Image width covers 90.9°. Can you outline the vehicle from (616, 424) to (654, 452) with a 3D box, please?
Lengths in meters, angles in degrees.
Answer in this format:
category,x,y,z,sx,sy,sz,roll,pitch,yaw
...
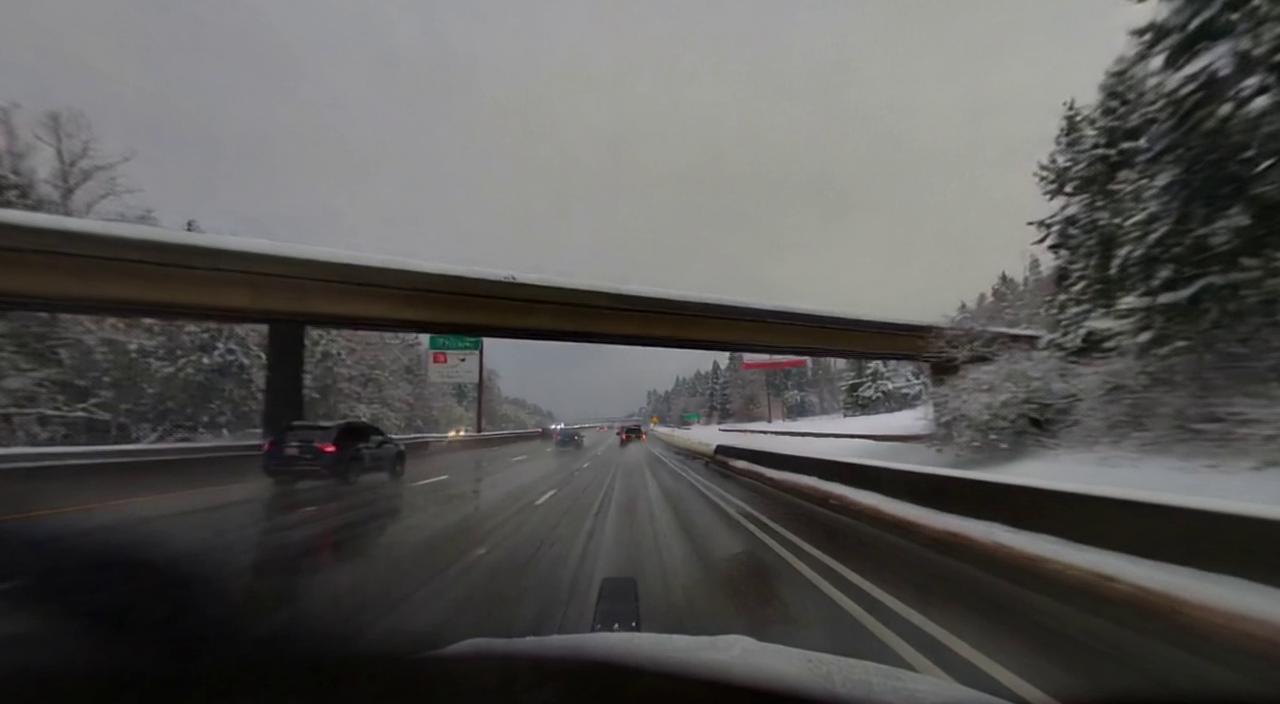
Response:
category,x,y,z,sx,sy,sz,roll,pitch,yaw
vehicle,-0.346,5.452,40.129,2.240,1.646,4.949,1,-7,-1

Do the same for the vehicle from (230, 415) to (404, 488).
category,x,y,z,sx,sy,sz,roll,pitch,yaw
vehicle,-7.712,2.412,15.666,2.009,1.537,4.449,1,-7,-1

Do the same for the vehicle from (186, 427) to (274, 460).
category,x,y,z,sx,sy,sz,roll,pitch,yaw
vehicle,-22.723,5.073,35.160,1.947,1.642,4.421,1,-7,0

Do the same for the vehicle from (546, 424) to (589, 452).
category,x,y,z,sx,sy,sz,roll,pitch,yaw
vehicle,-4.301,5.157,37.886,2.103,1.512,4.155,1,-7,0
